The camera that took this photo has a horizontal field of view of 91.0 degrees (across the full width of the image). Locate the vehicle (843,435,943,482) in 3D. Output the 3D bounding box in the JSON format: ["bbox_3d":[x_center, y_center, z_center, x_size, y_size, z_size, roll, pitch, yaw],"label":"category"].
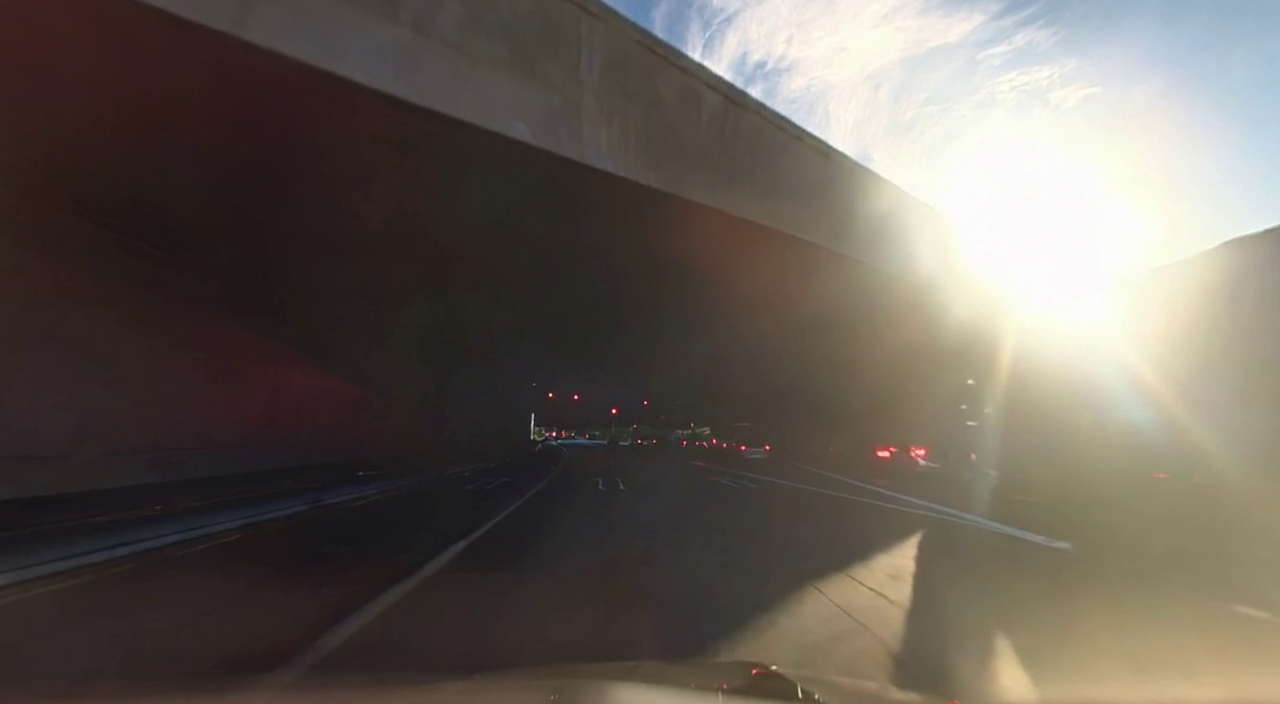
[{"bbox_3d":[9.328,3.927,23.602,1.919,1.545,3.885,0,-7,-4],"label":"vehicle"}]

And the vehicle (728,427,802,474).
[{"bbox_3d":[5.028,4.017,25.952,1.917,1.748,4.003,0,-8,-5],"label":"vehicle"}]

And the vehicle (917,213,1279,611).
[{"bbox_3d":[6.416,0.917,7.978,2.625,2.975,8.237,-1,-8,5],"label":"vehicle"}]
